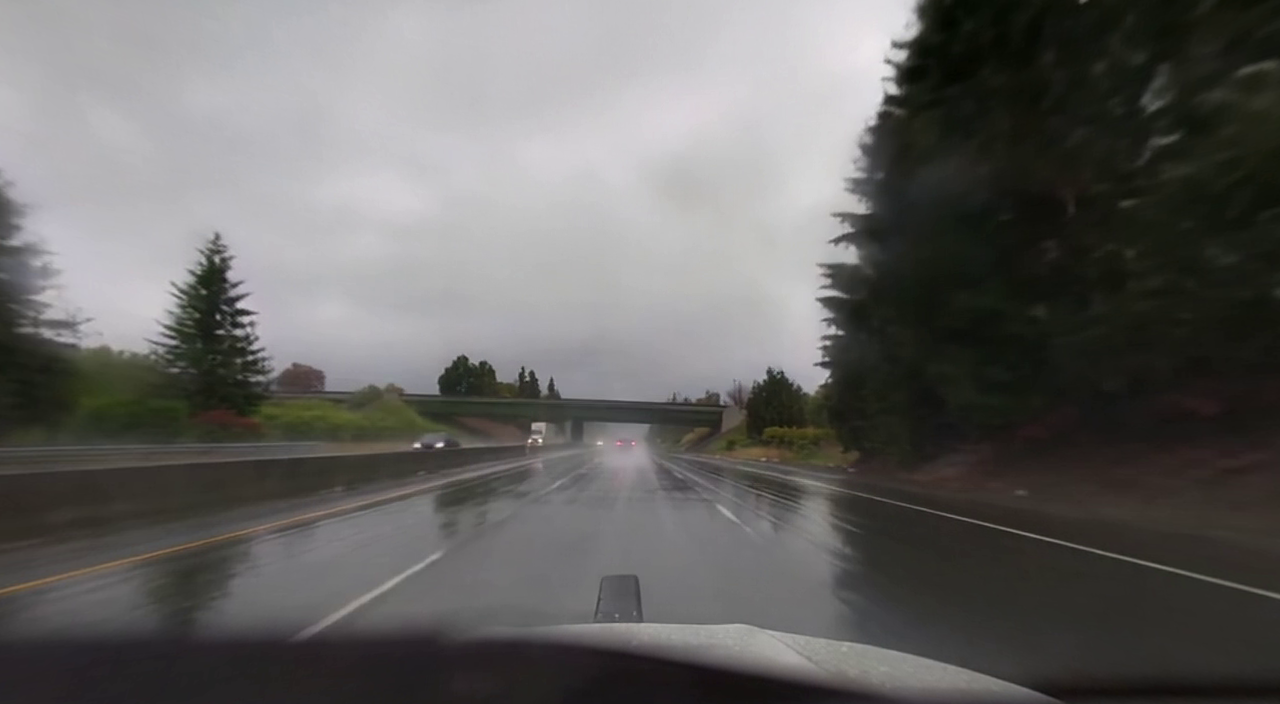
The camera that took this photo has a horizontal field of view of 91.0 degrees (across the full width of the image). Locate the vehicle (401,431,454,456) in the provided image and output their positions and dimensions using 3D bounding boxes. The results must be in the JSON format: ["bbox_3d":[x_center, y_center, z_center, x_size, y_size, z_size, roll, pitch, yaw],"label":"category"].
[{"bbox_3d":[-13.683,5.948,40.863,1.919,1.481,4.525,0,-8,-1],"label":"vehicle"}]
